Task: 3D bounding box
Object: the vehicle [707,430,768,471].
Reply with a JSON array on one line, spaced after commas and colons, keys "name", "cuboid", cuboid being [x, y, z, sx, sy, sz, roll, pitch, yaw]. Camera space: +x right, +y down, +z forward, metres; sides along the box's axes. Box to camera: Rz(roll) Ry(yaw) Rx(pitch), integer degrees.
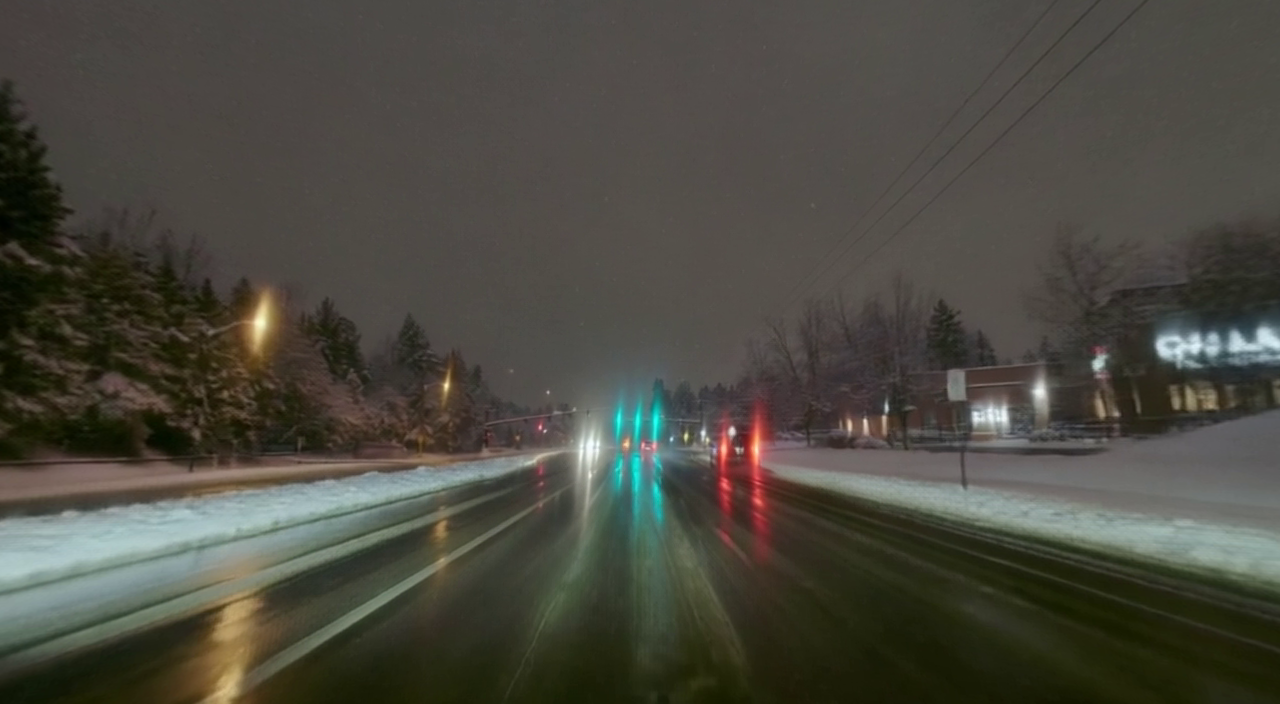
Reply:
[{"name": "vehicle", "cuboid": [5.114, 5.292, 34.114, 2.476, 2.016, 5.586, 0, -8, 1]}]
